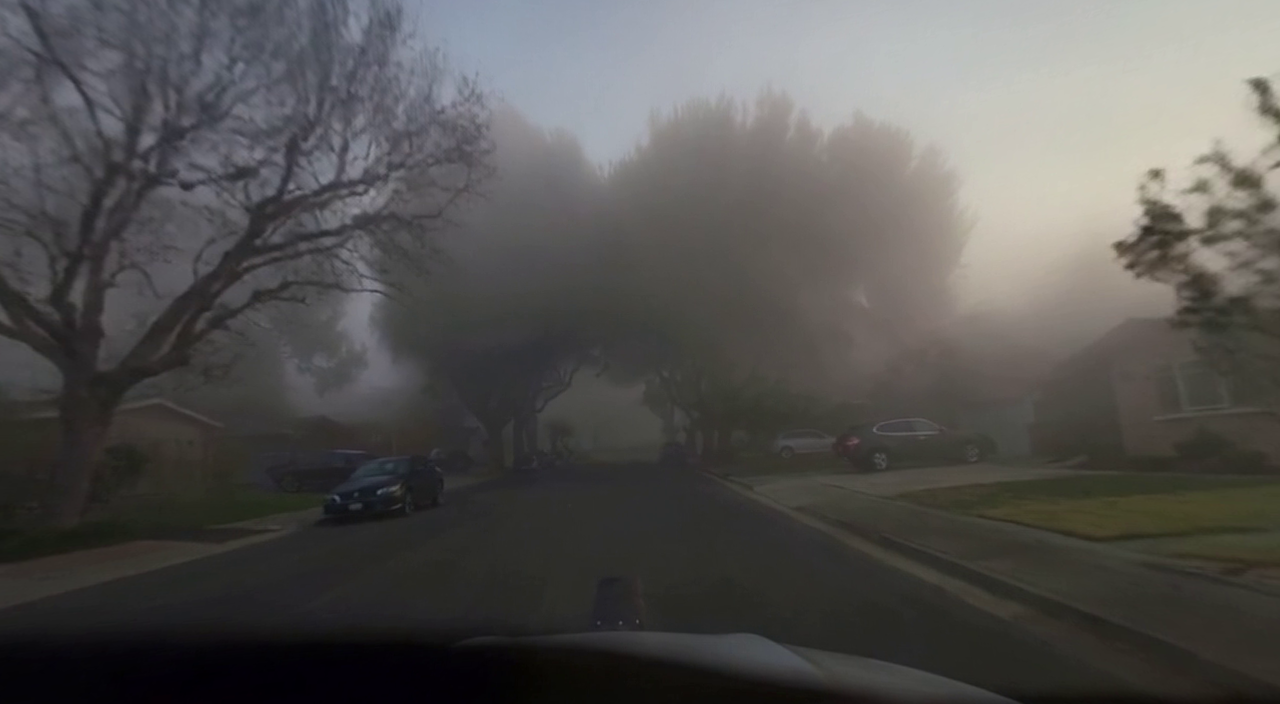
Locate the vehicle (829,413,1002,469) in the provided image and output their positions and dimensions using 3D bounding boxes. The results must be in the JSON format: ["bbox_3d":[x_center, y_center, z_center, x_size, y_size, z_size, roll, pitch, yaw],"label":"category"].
[{"bbox_3d":[8.641,2.835,20.111,4.599,1.652,1.903,0,-8,-2],"label":"vehicle"}]

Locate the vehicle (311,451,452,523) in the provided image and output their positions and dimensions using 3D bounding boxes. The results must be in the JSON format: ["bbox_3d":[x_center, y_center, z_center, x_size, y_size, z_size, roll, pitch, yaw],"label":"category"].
[{"bbox_3d":[-6.089,3.177,15.369,1.878,1.496,3.535,0,-8,1],"label":"vehicle"}]

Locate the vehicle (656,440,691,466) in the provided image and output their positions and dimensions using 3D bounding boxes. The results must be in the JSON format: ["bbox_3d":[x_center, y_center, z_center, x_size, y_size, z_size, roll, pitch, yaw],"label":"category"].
[{"bbox_3d":[2.030,6.208,39.111,2.022,1.483,4.565,0,-8,2],"label":"vehicle"}]

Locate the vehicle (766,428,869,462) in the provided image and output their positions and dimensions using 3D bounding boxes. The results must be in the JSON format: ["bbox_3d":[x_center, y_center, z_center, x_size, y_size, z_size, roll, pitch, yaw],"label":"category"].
[{"bbox_3d":[8.572,4.517,30.803,4.331,1.570,2.009,0,-8,-2],"label":"vehicle"}]
